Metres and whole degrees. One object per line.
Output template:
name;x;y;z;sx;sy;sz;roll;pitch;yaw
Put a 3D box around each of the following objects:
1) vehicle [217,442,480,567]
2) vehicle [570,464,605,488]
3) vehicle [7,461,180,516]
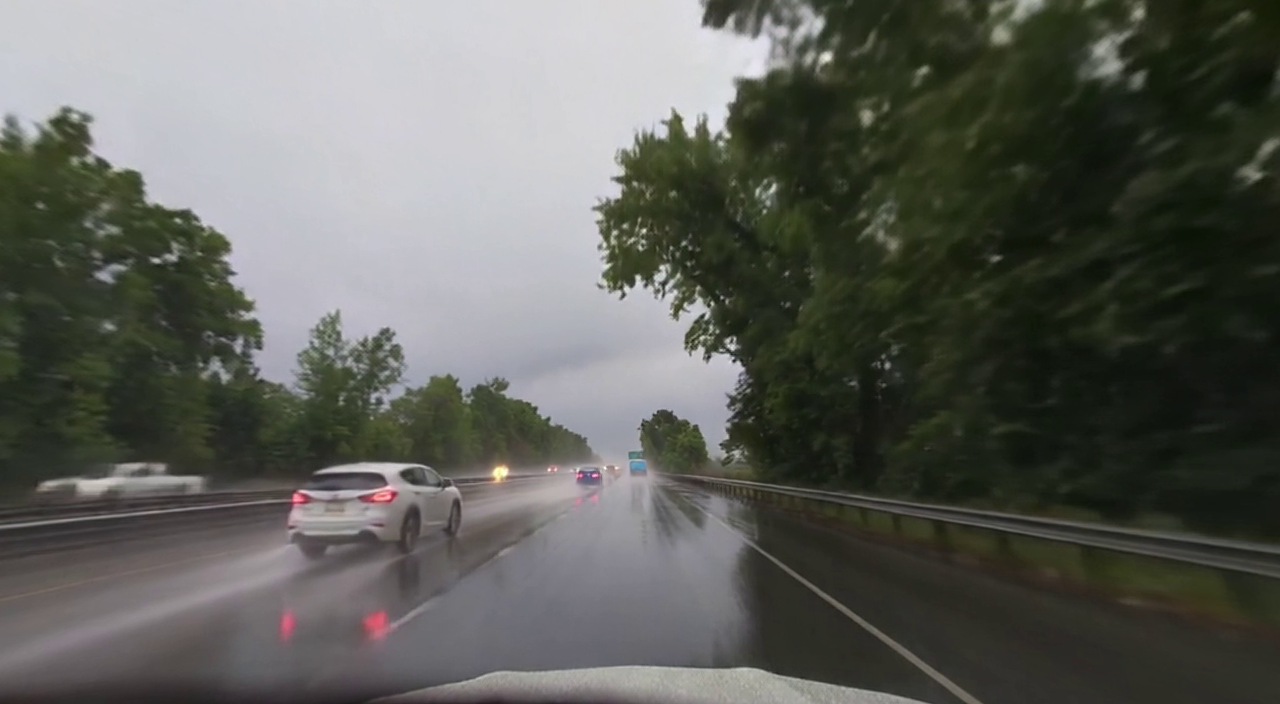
vehicle;-4.268;2.359;10.313;2.040;1.525;4.603;1;-11;1
vehicle;-3.555;8.590;43.752;2.006;1.516;4.820;1;-11;0
vehicle;-17.058;4.266;19.974;1.862;1.517;3.936;1;-11;0
